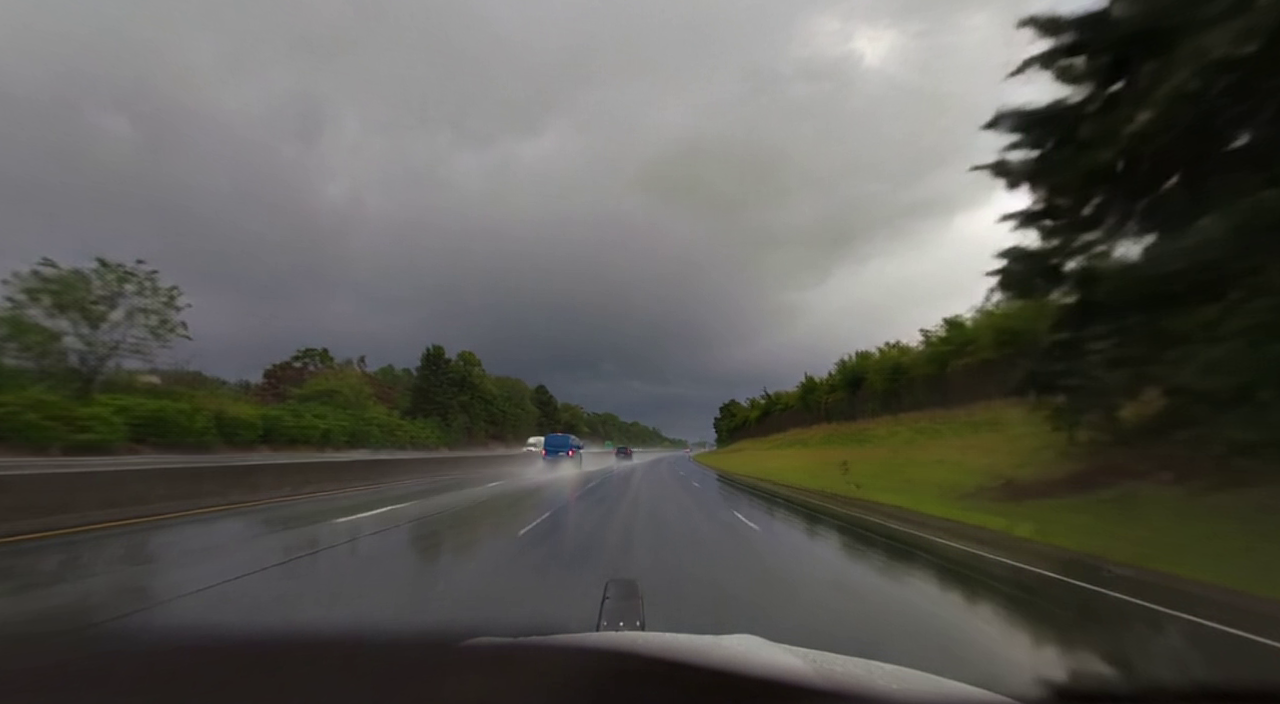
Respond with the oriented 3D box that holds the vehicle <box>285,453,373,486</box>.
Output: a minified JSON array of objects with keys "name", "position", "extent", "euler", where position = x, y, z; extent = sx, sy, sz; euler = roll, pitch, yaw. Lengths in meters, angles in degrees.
[{"name":"vehicle","position":[-15.105,5.703,30.983],"extent":[1.928,1.463,4.691],"euler":[0,-9,0]}]

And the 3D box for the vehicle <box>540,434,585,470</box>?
[{"name":"vehicle","position":[-5.741,7.515,47.424],"extent":[2.449,2.471,6.130],"euler":[-1,-9,1]}]
